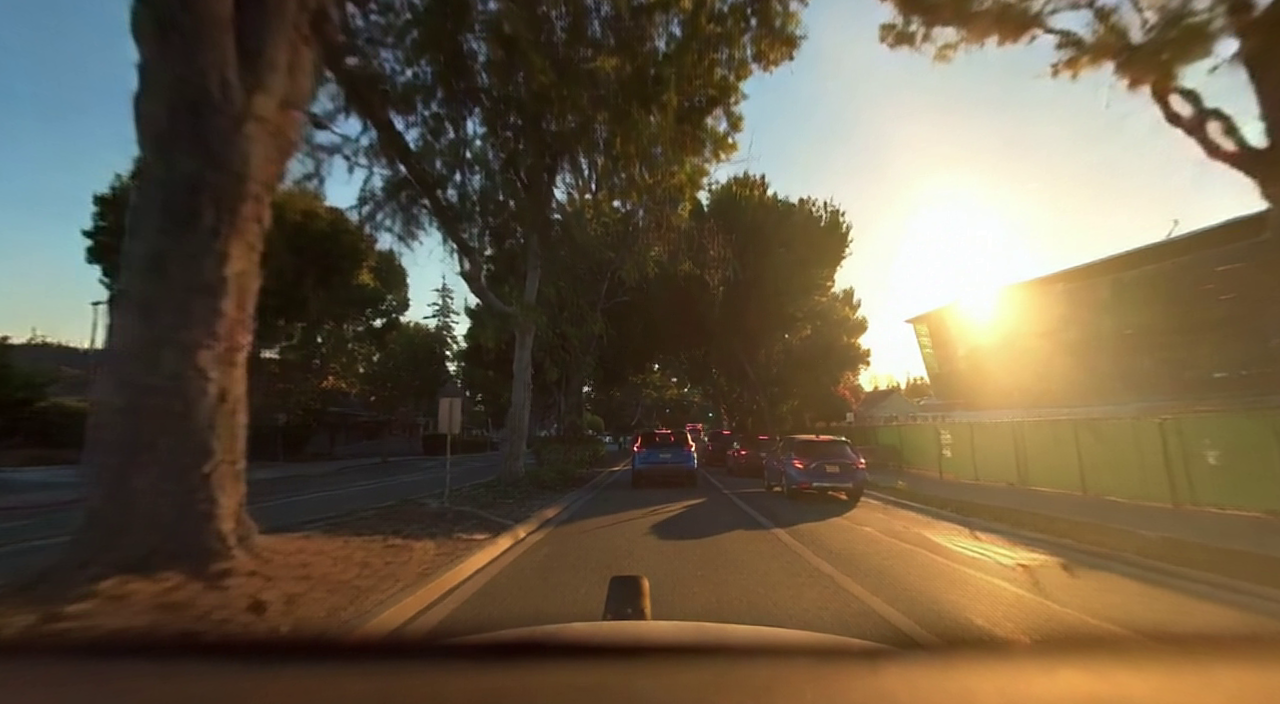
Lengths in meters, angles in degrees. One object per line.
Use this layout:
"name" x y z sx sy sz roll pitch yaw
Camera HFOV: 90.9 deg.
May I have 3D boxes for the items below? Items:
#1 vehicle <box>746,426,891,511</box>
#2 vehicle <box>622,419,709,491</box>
"vehicle" 4.035 2.741 15.295 2.138 1.699 4.852 0 -9 1
"vehicle" 0.770 3.141 19.451 2.386 1.947 4.168 -1 -9 2
